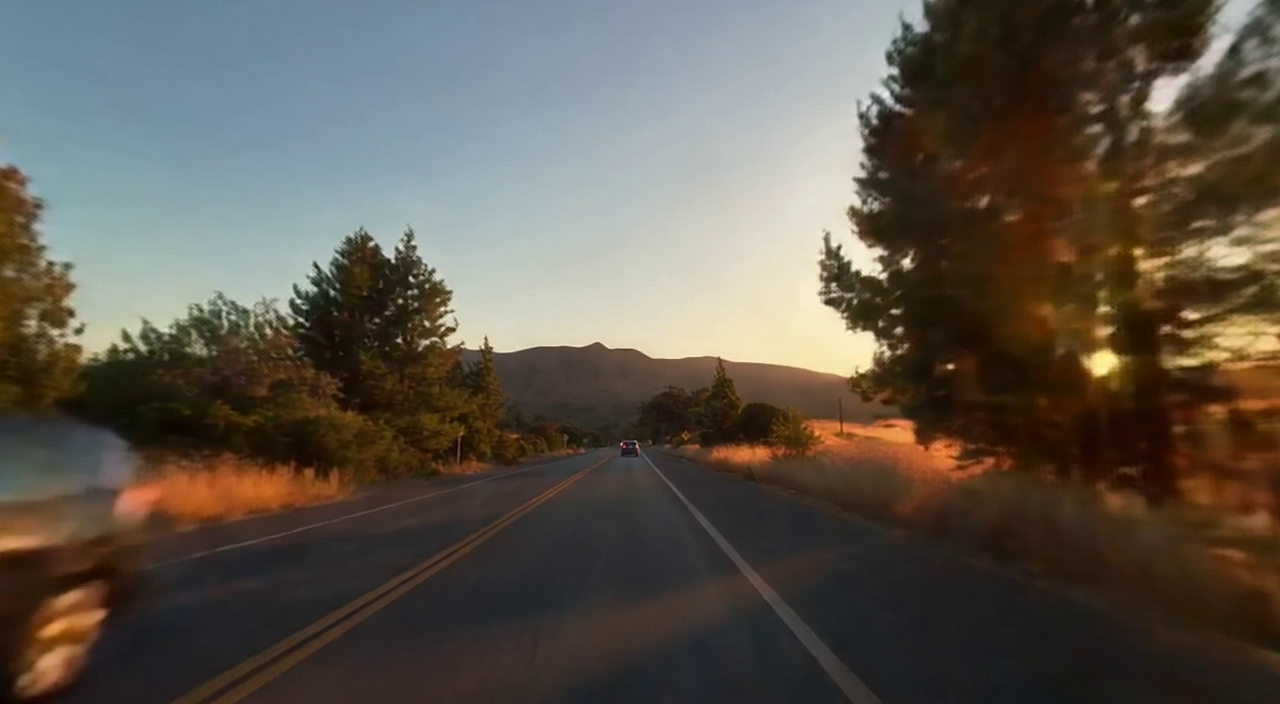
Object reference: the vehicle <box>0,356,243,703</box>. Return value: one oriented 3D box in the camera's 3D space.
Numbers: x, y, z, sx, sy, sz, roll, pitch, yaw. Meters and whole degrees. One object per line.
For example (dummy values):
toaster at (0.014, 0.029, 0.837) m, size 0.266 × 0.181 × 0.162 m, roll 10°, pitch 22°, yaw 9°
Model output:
vehicle at (-4.501, 0.878, 2.615) m, size 2.695 × 1.840 × 4.689 m, roll 0°, pitch -9°, yaw -1°
